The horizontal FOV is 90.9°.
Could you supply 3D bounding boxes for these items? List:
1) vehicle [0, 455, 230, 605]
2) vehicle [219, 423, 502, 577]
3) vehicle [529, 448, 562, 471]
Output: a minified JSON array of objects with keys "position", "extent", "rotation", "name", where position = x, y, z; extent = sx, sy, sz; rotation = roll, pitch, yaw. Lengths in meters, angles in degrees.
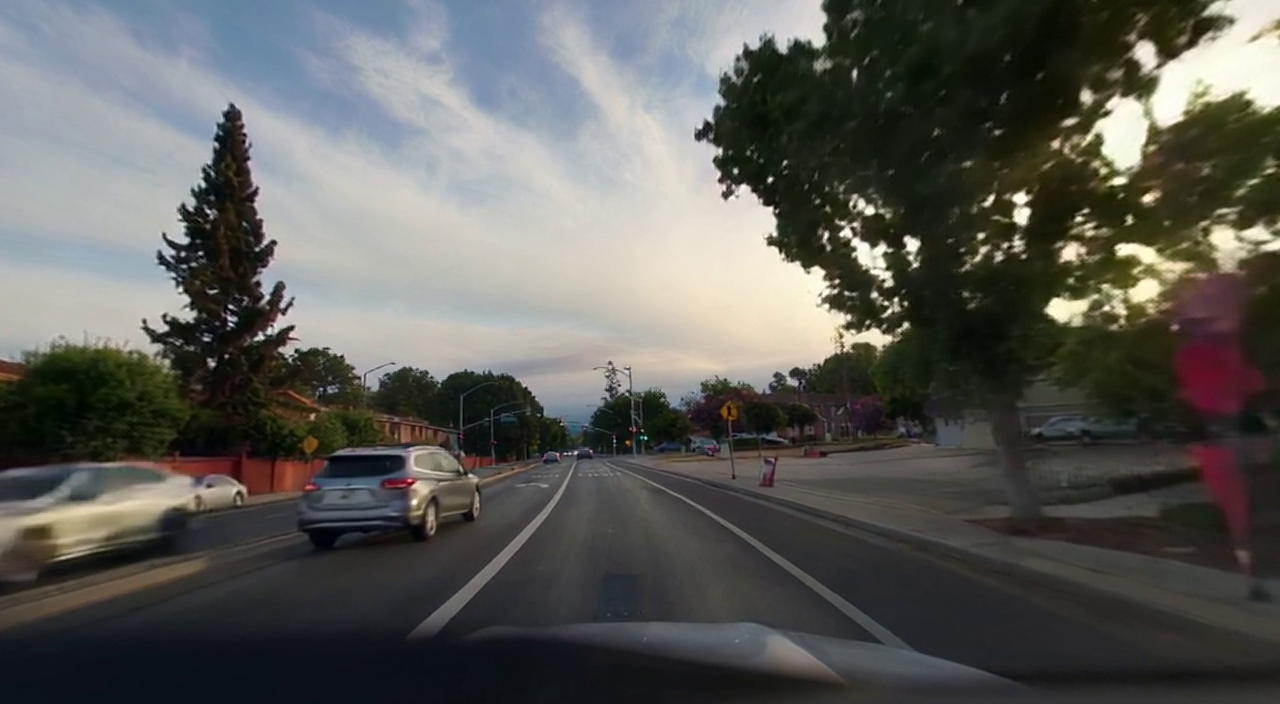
[{"position":[-7.679,2.122,8.127],"extent":[1.915,1.486,4.349],"rotation":[0,-8,-2],"name":"vehicle"},{"position":[-3.652,2.010,9.482],"extent":[2.084,1.701,4.734],"rotation":[0,-8,0],"name":"vehicle"},{"position":[-6.883,7.885,46.355],"extent":[2.060,1.530,4.121],"rotation":[1,-8,-4],"name":"vehicle"}]
